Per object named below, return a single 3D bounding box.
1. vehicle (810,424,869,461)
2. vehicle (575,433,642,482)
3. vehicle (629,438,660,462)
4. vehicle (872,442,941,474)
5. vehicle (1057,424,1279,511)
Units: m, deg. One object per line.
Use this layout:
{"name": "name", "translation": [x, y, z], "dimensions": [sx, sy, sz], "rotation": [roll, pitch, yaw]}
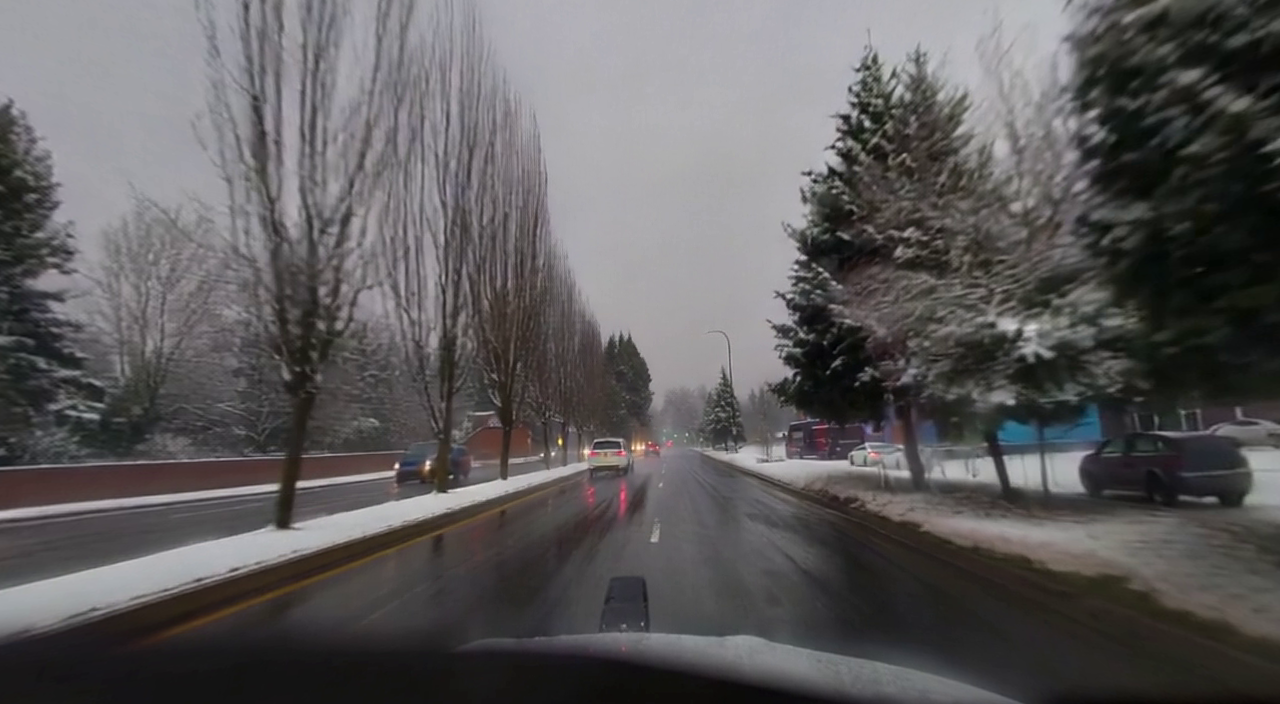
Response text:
{"name": "vehicle", "translation": [14.020, 6.446, 44.885], "dimensions": [2.507, 2.441, 6.959], "rotation": [-1, -8, 5]}
{"name": "vehicle", "translation": [-1.126, 4.031, 24.486], "dimensions": [2.129, 1.713, 4.314], "rotation": [0, -8, 3]}
{"name": "vehicle", "translation": [0.402, 7.700, 49.638], "dimensions": [2.166, 1.769, 4.162], "rotation": [0, -8, 4]}
{"name": "vehicle", "translation": [13.417, 5.357, 32.063], "dimensions": [1.852, 1.457, 4.351], "rotation": [0, -8, 4]}
{"name": "vehicle", "translation": [12.108, 2.612, 14.848], "dimensions": [1.887, 1.722, 4.285], "rotation": [0, -8, 5]}
